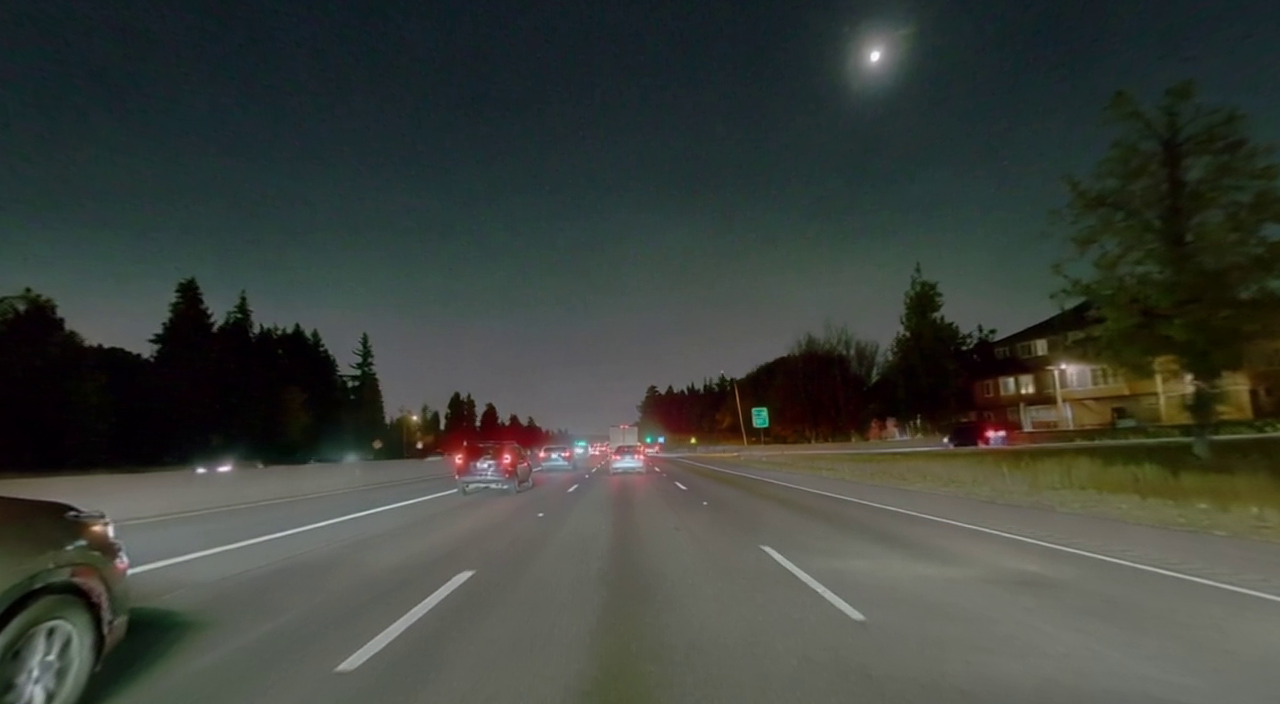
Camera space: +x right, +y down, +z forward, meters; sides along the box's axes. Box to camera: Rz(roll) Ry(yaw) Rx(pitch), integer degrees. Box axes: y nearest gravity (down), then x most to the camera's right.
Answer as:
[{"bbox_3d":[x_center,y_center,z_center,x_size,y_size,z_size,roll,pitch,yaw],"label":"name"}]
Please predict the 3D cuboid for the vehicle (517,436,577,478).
[{"bbox_3d":[-4.603,5.301,32.108,2.301,1.944,5.482,0,-9,-1],"label":"vehicle"}]

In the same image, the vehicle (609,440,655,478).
[{"bbox_3d":[-0.400,5.132,30.574,2.063,1.703,4.203,0,-9,-1],"label":"vehicle"}]

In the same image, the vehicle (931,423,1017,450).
[{"bbox_3d":[19.262,4.966,36.677,1.894,1.458,4.268,3,-9,-16],"label":"vehicle"}]

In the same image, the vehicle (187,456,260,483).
[{"bbox_3d":[-28.173,7.955,42.917,1.996,1.677,4.250,0,-9,1],"label":"vehicle"}]

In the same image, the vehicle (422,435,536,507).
[{"bbox_3d":[-4.103,3.095,16.842,1.988,1.668,4.021,0,-9,0],"label":"vehicle"}]

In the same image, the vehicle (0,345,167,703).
[{"bbox_3d":[-3.480,0.615,0.984,2.027,1.713,4.490,0,-9,-1],"label":"vehicle"}]
